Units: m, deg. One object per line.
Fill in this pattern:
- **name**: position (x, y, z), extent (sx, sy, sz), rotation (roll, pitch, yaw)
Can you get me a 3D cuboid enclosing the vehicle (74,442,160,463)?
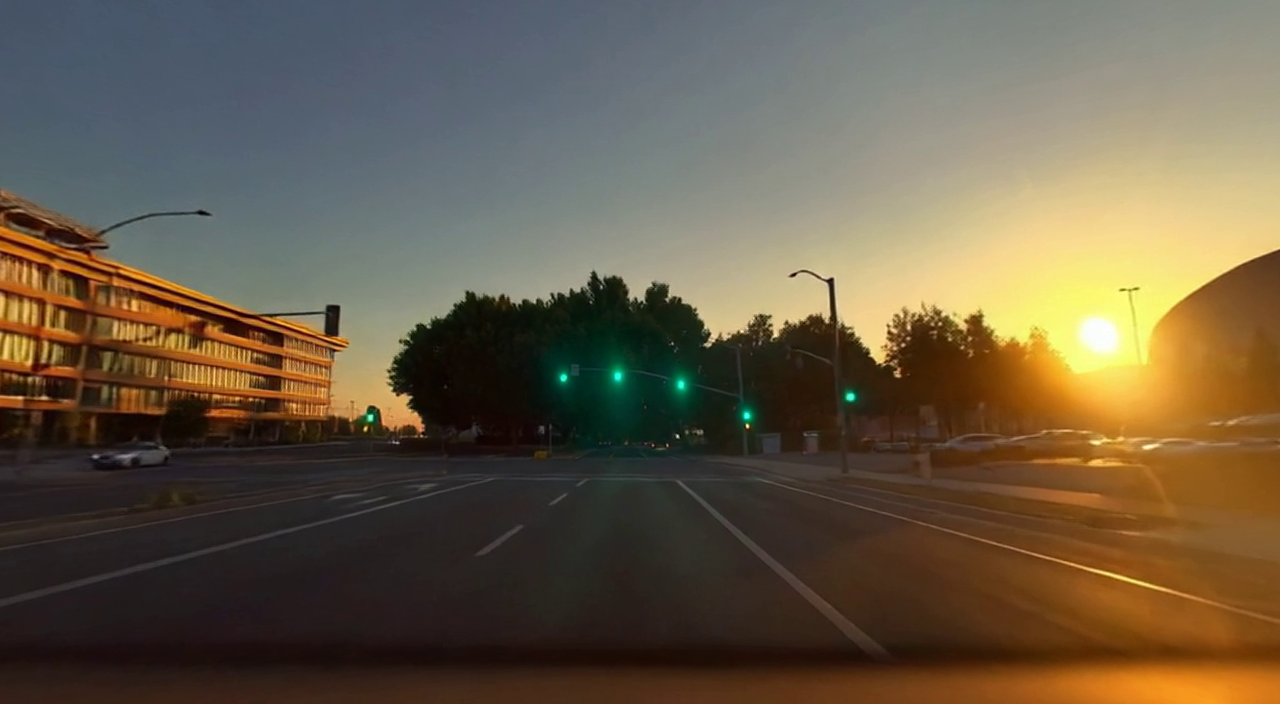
- **vehicle**: position (-38.095, 7.338, 46.172), extent (4.390, 1.482, 1.781), rotation (3, -9, -22)
